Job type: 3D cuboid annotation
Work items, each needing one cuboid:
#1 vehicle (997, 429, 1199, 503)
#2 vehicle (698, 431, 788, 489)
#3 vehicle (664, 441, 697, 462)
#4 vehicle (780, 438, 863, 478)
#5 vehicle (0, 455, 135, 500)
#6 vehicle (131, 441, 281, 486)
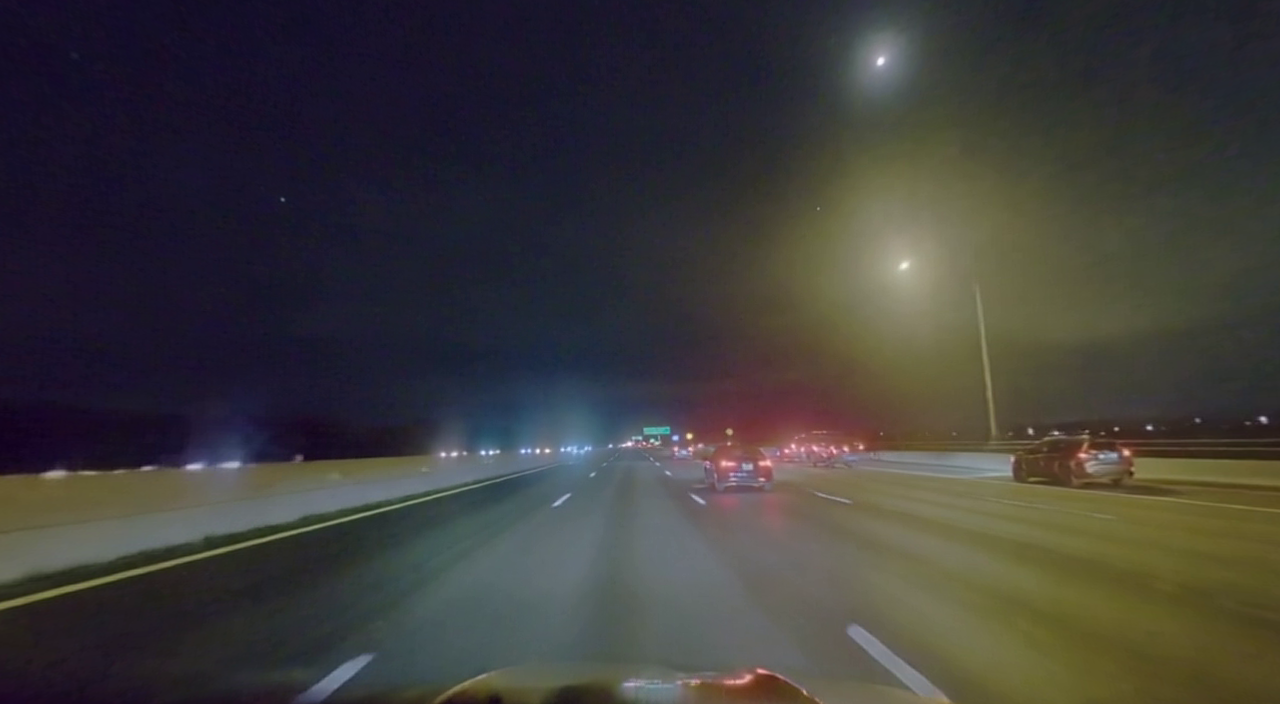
[{"bbox_3d":[10.965,2.737,15.594,1.844,1.560,4.085,0,-8,-1],"label":"vehicle"},{"bbox_3d":[3.122,3.385,20.161,1.977,1.601,4.598,0,-8,-2],"label":"vehicle"},{"bbox_3d":[2.999,7.437,47.496,2.038,1.477,4.313,0,-8,-2],"label":"vehicle"},{"bbox_3d":[7.066,4.179,25.127,1.952,1.442,4.259,0,-8,-1],"label":"vehicle"},{"bbox_3d":[-22.113,4.796,24.467,2.023,1.514,3.744,0,-8,-1],"label":"vehicle"},{"bbox_3d":[-14.384,3.671,21.299,1.962,1.309,4.240,1,-8,2],"label":"vehicle"}]
